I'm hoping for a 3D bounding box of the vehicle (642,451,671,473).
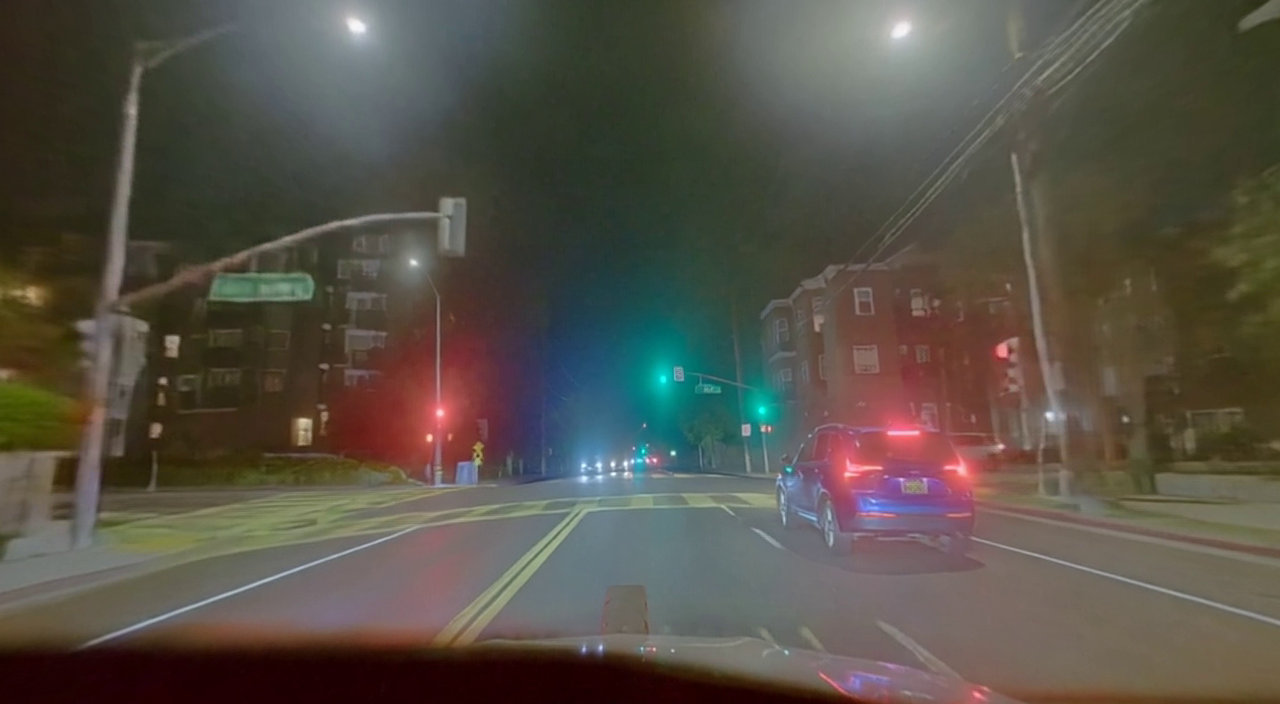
[{"bbox_3d":[1.185,8.097,46.497,2.097,1.463,4.043,0,-8,1],"label":"vehicle"}]

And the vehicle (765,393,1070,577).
[{"bbox_3d":[3.313,1.722,8.930,2.130,1.863,4.844,0,-9,1],"label":"vehicle"}]

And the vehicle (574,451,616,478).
[{"bbox_3d":[-2.683,6.787,38.374,2.170,1.513,4.270,0,-9,1],"label":"vehicle"}]
